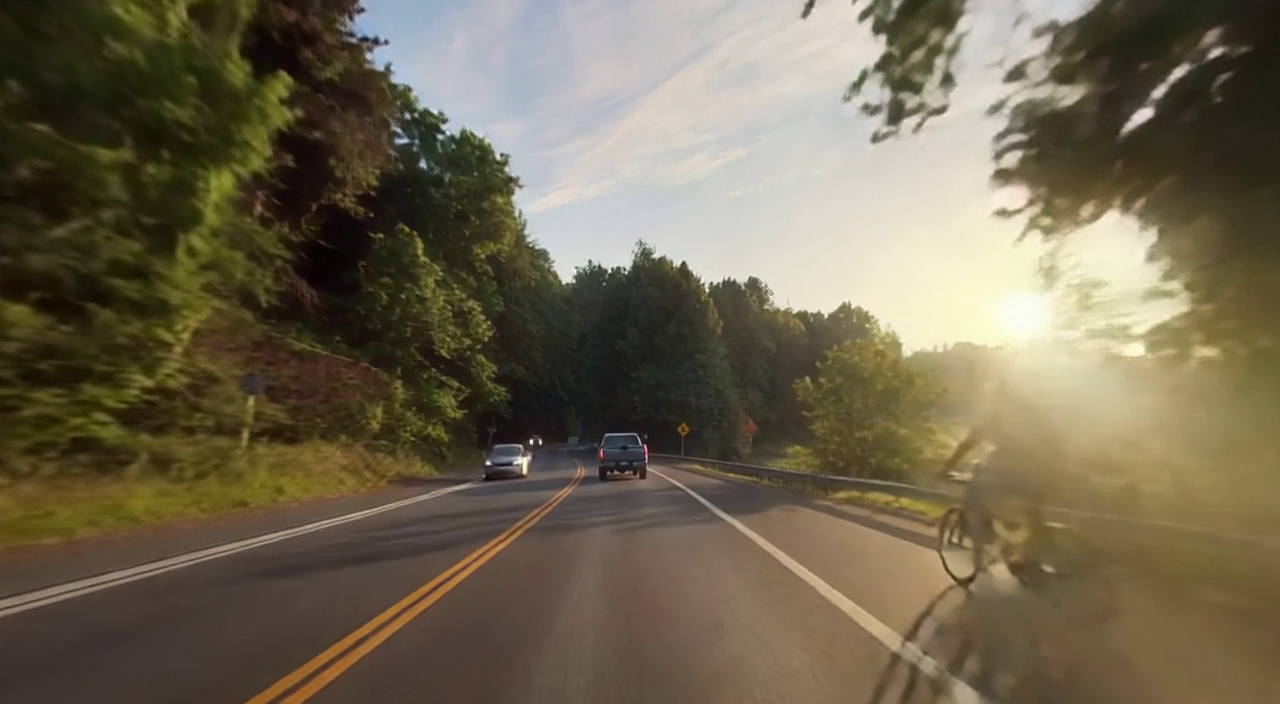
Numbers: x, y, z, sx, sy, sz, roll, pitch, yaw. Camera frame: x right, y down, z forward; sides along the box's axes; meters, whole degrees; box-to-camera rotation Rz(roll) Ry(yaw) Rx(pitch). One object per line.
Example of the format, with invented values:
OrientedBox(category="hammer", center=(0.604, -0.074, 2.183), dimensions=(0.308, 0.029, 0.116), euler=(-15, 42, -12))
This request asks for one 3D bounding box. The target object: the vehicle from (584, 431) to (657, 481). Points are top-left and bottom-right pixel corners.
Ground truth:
OrientedBox(category="vehicle", center=(-0.865, 4.163, 25.680), dimensions=(2.631, 1.798, 5.331), euler=(0, -8, -3))

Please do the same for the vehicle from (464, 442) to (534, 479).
OrientedBox(category="vehicle", center=(-5.956, 4.605, 27.227), dimensions=(2.198, 1.459, 4.398), euler=(0, -8, -3))
